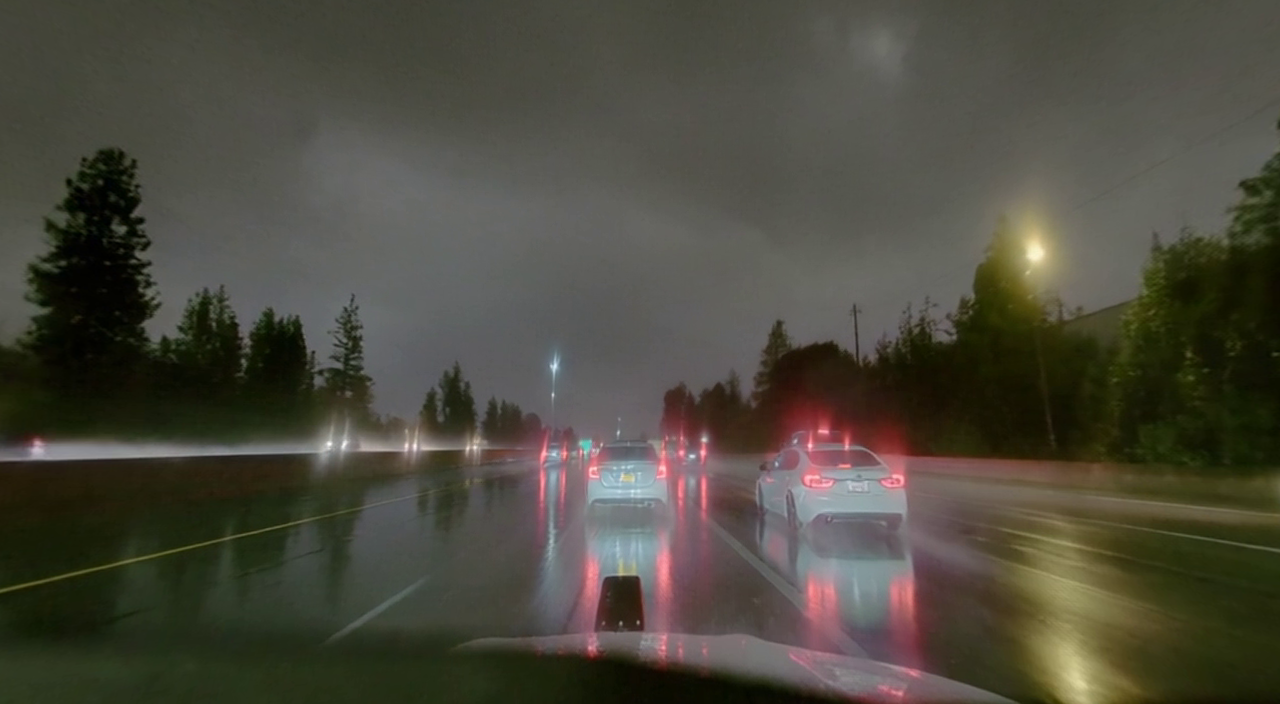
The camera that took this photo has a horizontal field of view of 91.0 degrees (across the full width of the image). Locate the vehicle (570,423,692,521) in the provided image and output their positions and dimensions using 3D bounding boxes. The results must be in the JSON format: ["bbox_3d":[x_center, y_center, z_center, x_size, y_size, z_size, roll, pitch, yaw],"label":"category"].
[{"bbox_3d":[-0.185,2.475,13.400,2.181,1.728,3.970,1,-9,-1],"label":"vehicle"}]

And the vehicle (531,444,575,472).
[{"bbox_3d":[-5.044,6.201,37.070,2.023,1.497,4.526,1,-9,-2],"label":"vehicle"}]

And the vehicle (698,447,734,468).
[{"bbox_3d":[5.700,7.991,47.911,1.972,1.521,4.498,1,-9,-3],"label":"vehicle"}]

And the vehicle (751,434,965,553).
[{"bbox_3d":[3.246,2.184,10.442,1.975,1.532,4.227,1,-9,-1],"label":"vehicle"}]
